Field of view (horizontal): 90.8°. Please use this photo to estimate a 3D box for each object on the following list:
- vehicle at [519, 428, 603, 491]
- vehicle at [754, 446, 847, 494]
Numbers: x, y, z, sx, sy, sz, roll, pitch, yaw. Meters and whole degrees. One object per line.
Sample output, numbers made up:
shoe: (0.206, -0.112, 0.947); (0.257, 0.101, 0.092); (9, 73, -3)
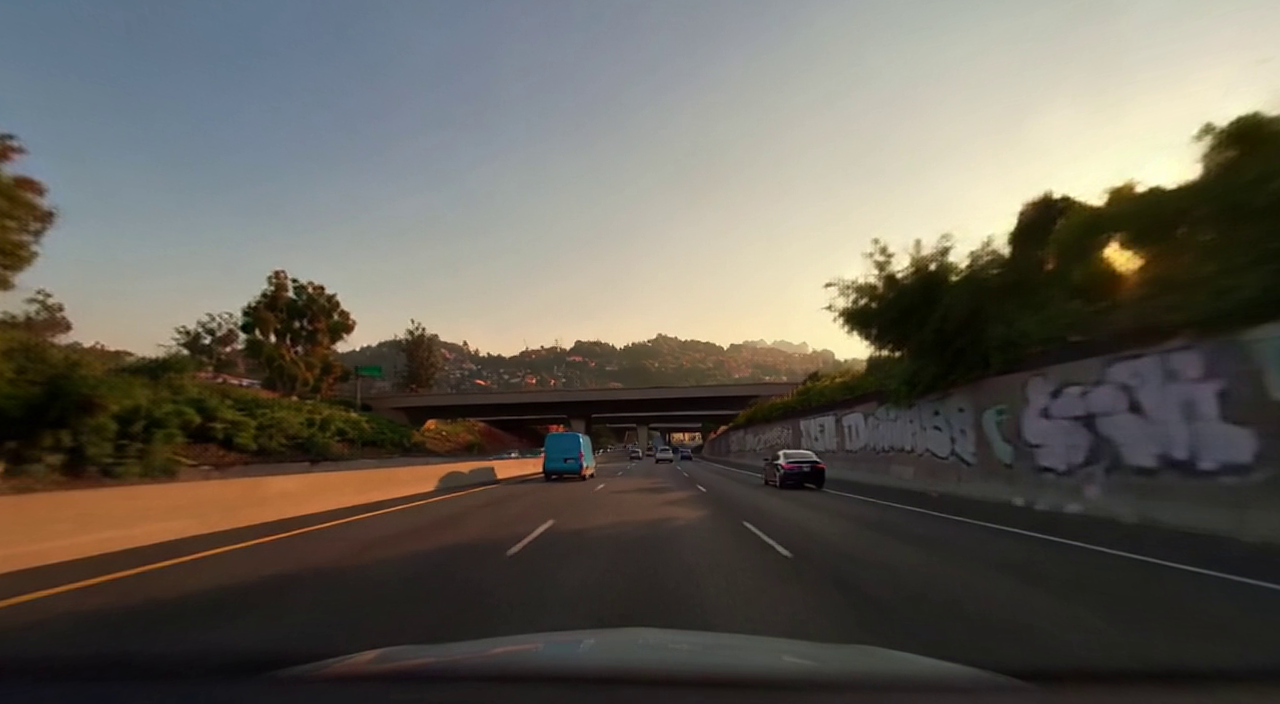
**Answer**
vehicle: (-2.708, 3.876, 23.039); (2.310, 2.030, 5.094); (0, -9, 1)
vehicle: (5.487, 4.053, 22.195); (1.972, 1.492, 4.623); (0, -9, -1)
